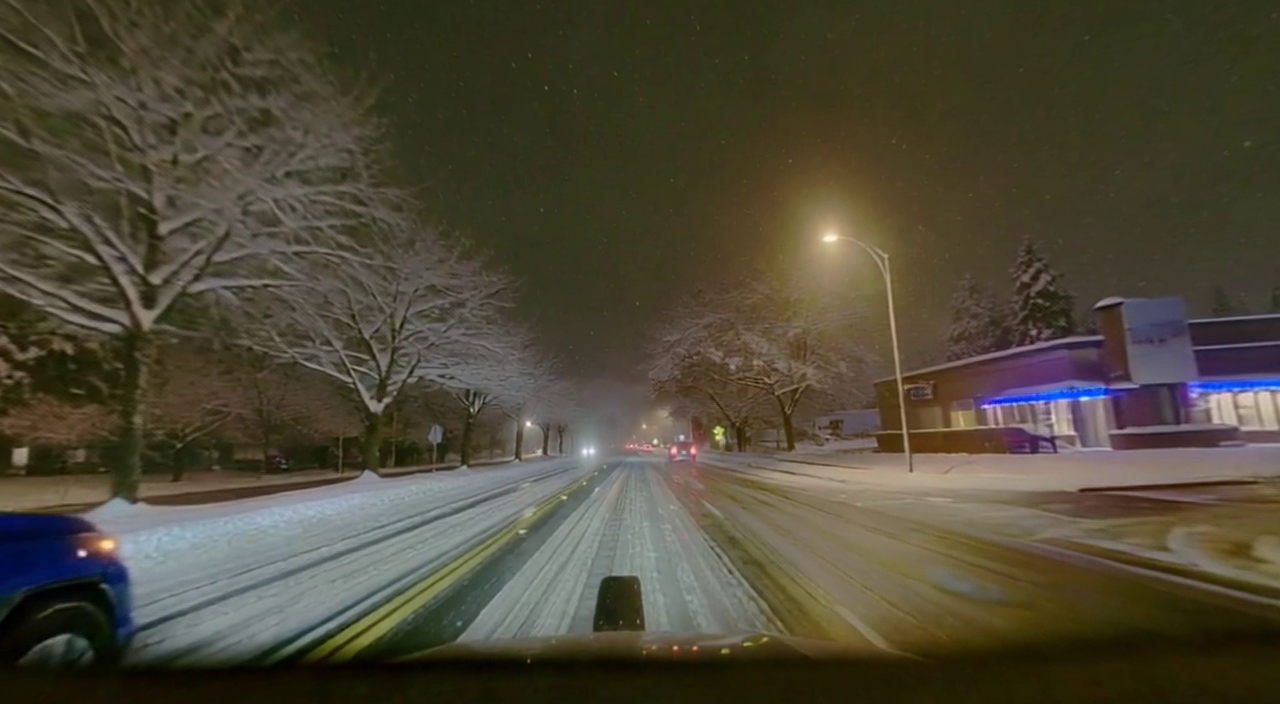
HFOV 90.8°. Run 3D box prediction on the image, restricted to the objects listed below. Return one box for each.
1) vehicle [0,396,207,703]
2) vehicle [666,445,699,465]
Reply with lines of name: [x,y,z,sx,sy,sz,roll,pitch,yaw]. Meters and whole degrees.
vehicle: [-3.555,0.724,1.084,2.085,1.497,4.989,0,-8,0]
vehicle: [3.204,7.860,48.431,2.033,1.482,4.571,0,-8,-2]
